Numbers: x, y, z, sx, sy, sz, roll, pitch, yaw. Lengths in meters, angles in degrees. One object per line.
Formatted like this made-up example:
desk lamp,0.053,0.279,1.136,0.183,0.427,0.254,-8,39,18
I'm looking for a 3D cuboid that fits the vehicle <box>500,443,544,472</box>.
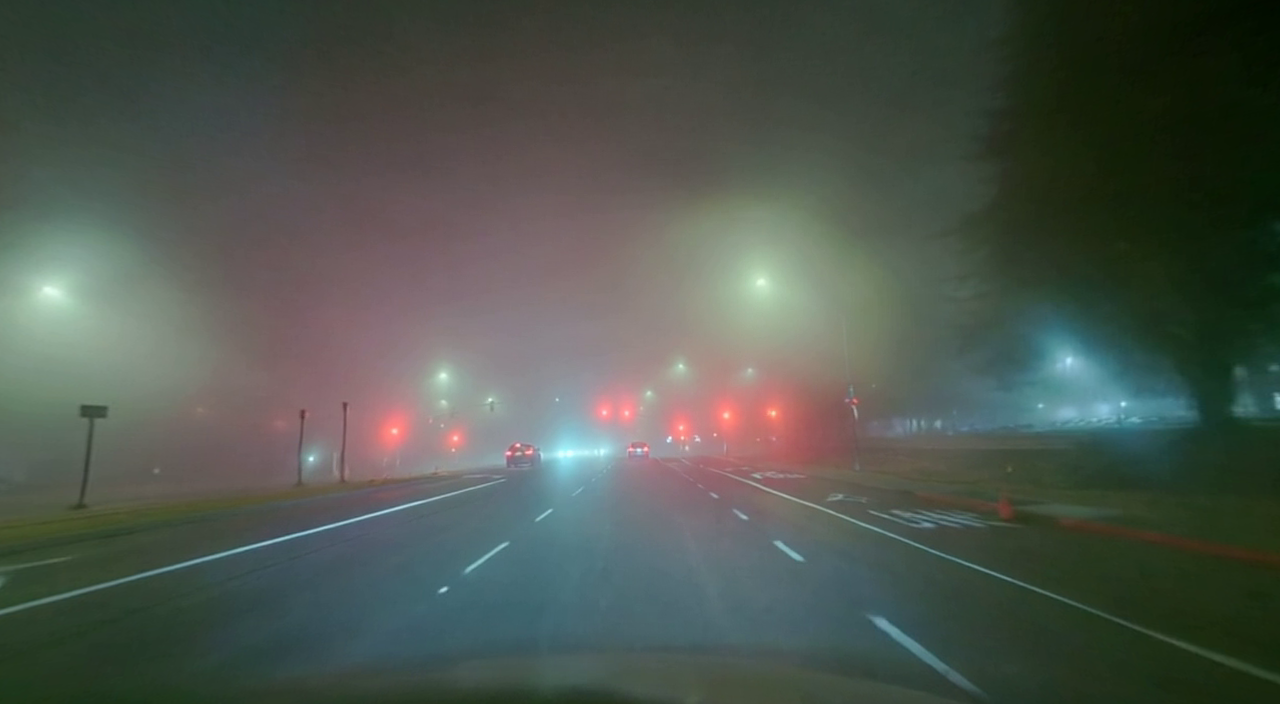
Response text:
vehicle,-6.811,6.143,36.938,1.869,1.570,4.064,0,-8,-1
